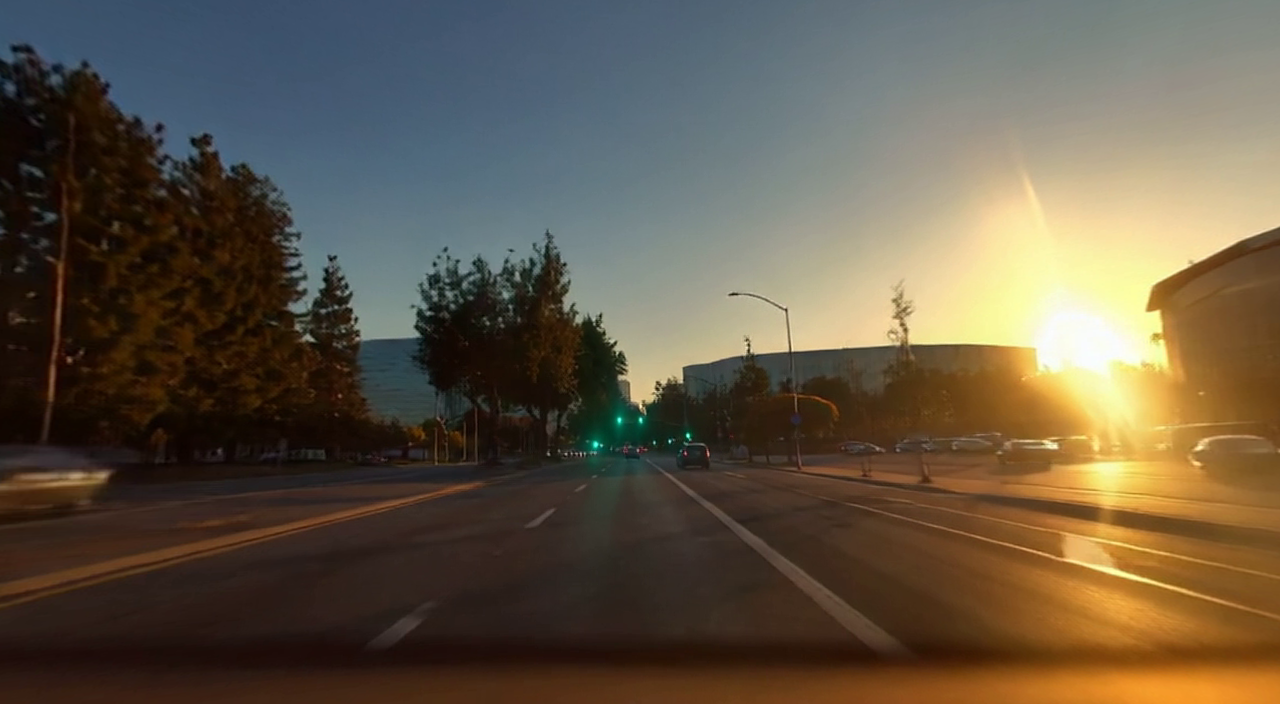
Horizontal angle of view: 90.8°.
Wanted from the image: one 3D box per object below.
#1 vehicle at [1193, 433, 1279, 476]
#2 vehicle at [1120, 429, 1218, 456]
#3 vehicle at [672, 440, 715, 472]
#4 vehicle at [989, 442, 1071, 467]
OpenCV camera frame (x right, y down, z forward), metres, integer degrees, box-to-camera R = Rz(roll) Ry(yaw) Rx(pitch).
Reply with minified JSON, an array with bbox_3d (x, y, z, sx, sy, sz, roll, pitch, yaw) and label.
[{"bbox_3d":[22.973,3.686,22.900,3.845,1.471,2.043,0,-8,0],"label":"vehicle"},{"bbox_3d":[34.307,5.890,41.056,4.444,1.641,2.006,0,-9,0],"label":"vehicle"},{"bbox_3d":[3.120,6.227,37.970,2.069,1.761,4.610,0,-8,-1],"label":"vehicle"},{"bbox_3d":[23.147,6.081,37.545,3.661,1.417,1.783,0,-8,-1],"label":"vehicle"}]
